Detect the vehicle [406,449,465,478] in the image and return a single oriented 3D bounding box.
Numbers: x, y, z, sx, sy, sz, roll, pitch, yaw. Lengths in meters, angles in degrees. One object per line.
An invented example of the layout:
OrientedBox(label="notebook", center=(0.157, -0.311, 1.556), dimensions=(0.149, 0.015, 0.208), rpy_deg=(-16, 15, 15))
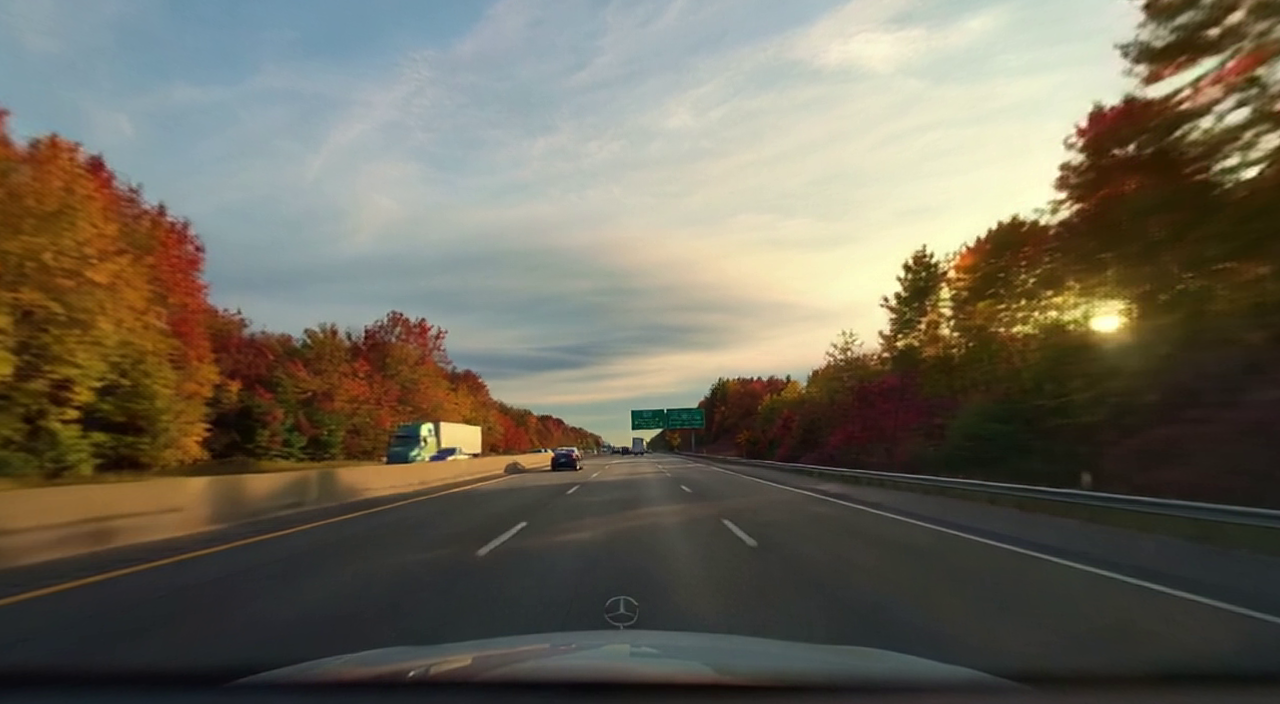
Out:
OrientedBox(label="vehicle", center=(-11.429, 6.260, 35.304), dimensions=(1.919, 1.498, 4.296), rpy_deg=(0, -9, 0))

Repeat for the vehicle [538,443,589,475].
OrientedBox(label="vehicle", center=(-4.013, 5.717, 33.764), dimensions=(2.153, 1.577, 4.707), rpy_deg=(0, -9, 0))
